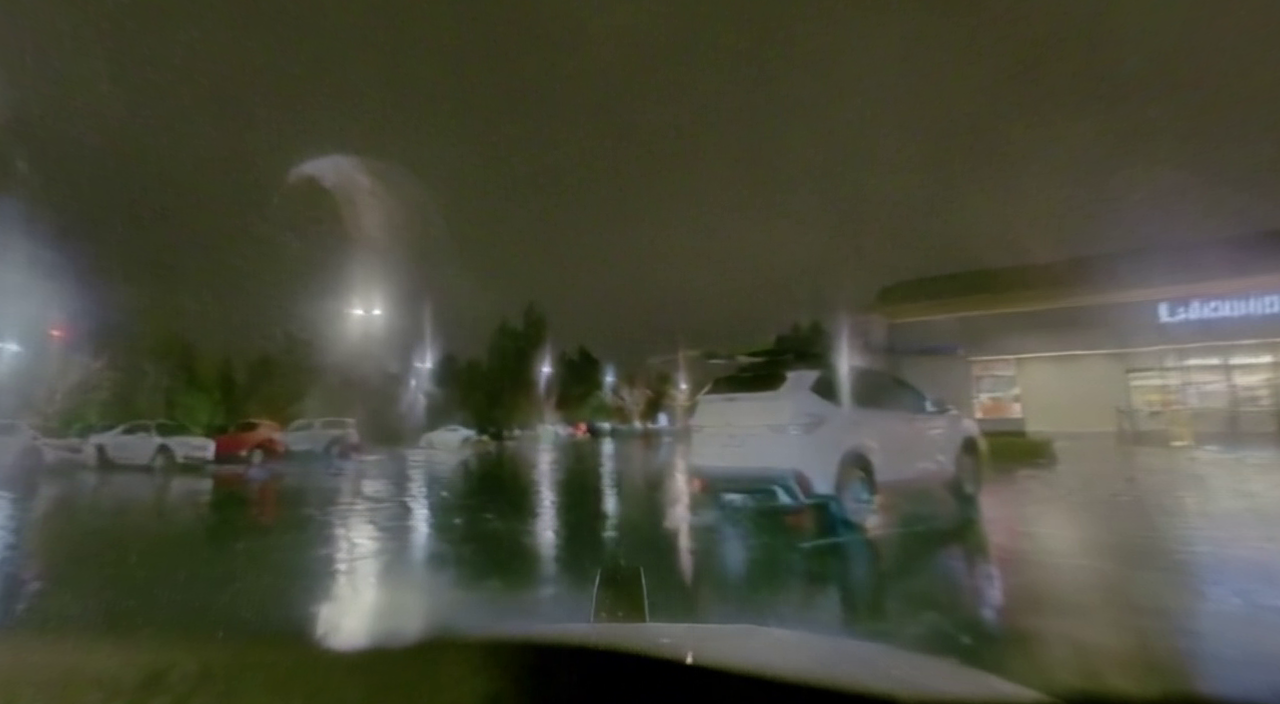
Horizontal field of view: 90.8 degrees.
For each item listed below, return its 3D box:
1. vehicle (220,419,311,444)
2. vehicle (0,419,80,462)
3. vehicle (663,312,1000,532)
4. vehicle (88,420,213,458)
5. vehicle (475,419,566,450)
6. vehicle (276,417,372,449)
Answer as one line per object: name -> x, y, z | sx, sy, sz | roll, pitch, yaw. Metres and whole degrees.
vehicle -> -23.960, 5.148, 40.564 | 1.839, 1.484, 4.601 | -8, -11, 40
vehicle -> -28.240, 3.996, 28.060 | 4.939, 1.664, 2.055 | 3, -13, -43
vehicle -> 2.971, 1.063, 9.082 | 5.237, 2.257, 2.200 | 7, -11, -43
vehicle -> -24.419, 4.292, 31.631 | 4.666, 1.634, 1.816 | 5, -7, -43
vehicle -> -5.843, 4.110, 31.265 | 4.106, 1.449, 1.760 | 7, -12, -43
vehicle -> -18.519, 4.722, 37.197 | 1.981, 1.687, 4.660 | -7, -8, 44
